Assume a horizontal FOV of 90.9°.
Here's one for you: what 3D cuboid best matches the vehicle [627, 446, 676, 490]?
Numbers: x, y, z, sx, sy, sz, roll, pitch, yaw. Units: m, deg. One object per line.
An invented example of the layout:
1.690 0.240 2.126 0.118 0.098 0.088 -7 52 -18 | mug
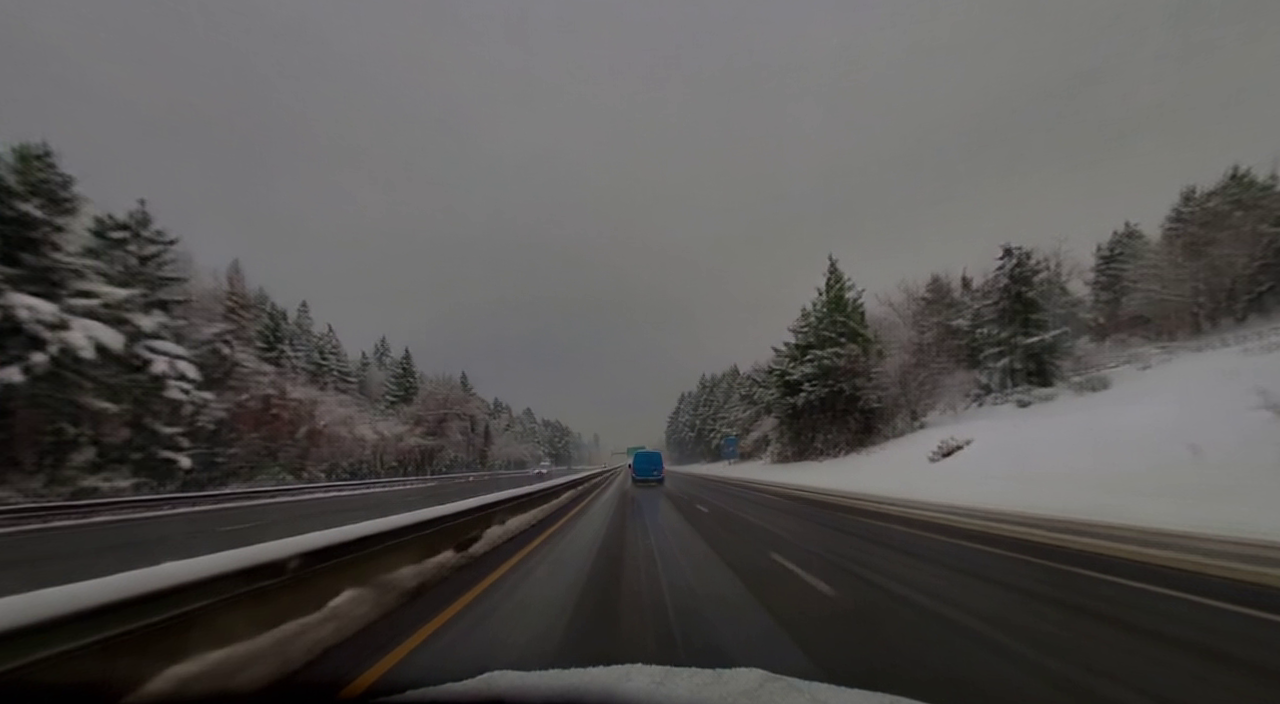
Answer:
0.554 6.336 34.343 2.429 2.167 4.558 1 -11 -2 | vehicle
